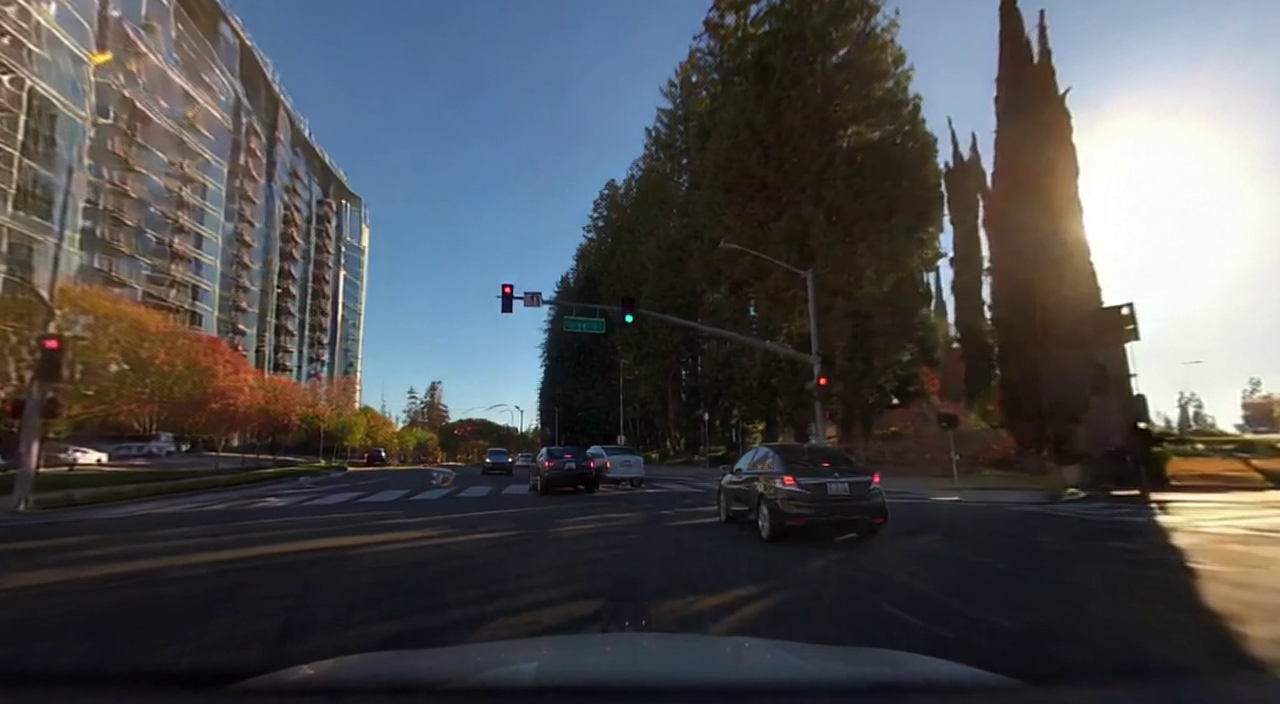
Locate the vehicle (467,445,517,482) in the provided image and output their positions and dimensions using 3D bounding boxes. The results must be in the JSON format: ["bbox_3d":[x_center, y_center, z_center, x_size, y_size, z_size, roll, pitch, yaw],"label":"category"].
[{"bbox_3d":[-6.874,5.133,29.229,2.012,1.492,4.079,3,-8,-13],"label":"vehicle"}]

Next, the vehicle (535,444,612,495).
[{"bbox_3d":[-2.459,4.016,22.080,2.308,1.535,4.811,2,-9,-10],"label":"vehicle"}]

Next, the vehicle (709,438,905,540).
[{"bbox_3d":[2.748,2.368,11.651,1.984,1.476,4.488,1,-9,-6],"label":"vehicle"}]

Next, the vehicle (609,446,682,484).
[{"bbox_3d":[0.119,4.793,27.204,1.957,1.463,4.701,2,-9,-15],"label":"vehicle"}]
